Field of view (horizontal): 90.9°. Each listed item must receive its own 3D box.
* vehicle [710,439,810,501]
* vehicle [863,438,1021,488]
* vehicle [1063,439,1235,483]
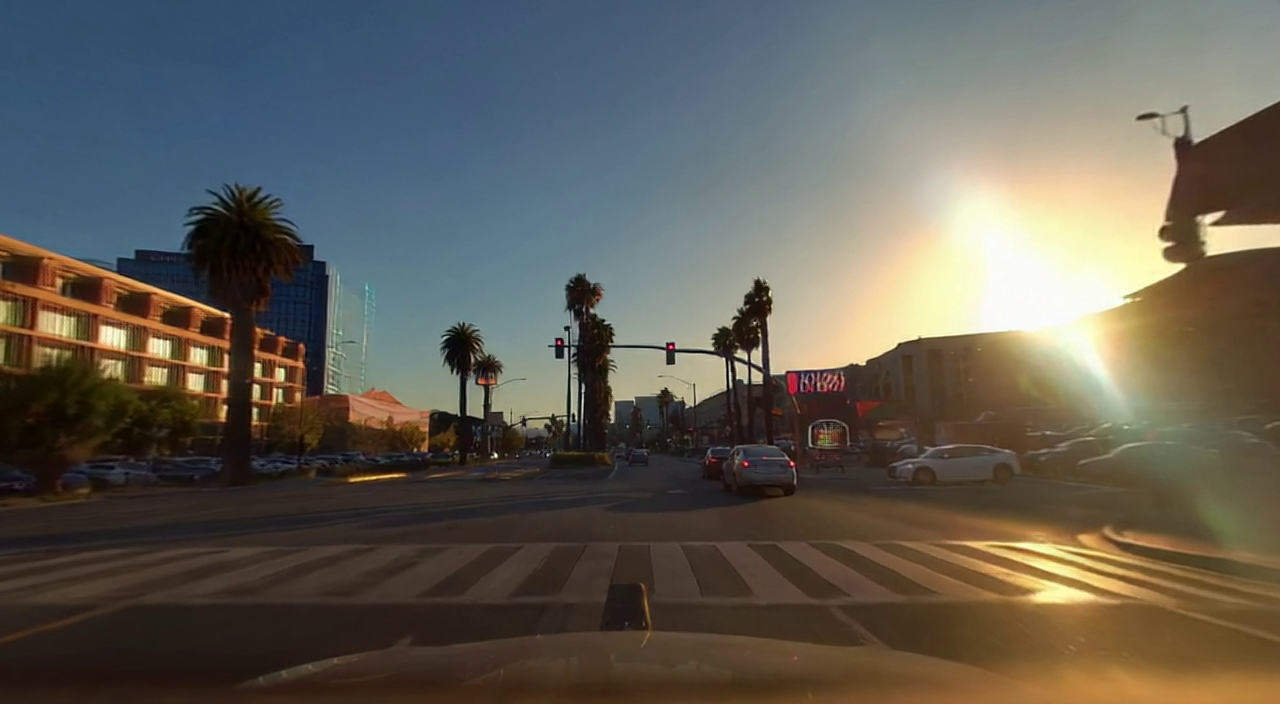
[{"bbox_3d":[3.247,3.280,17.937,1.931,1.534,4.126,0,-8,-1],"label":"vehicle"},{"bbox_3d":[10.562,3.893,22.325,4.448,1.640,2.160,0,-8,-1],"label":"vehicle"},{"bbox_3d":[18.379,3.938,22.940,4.462,1.474,2.083,0,-8,-1],"label":"vehicle"}]
